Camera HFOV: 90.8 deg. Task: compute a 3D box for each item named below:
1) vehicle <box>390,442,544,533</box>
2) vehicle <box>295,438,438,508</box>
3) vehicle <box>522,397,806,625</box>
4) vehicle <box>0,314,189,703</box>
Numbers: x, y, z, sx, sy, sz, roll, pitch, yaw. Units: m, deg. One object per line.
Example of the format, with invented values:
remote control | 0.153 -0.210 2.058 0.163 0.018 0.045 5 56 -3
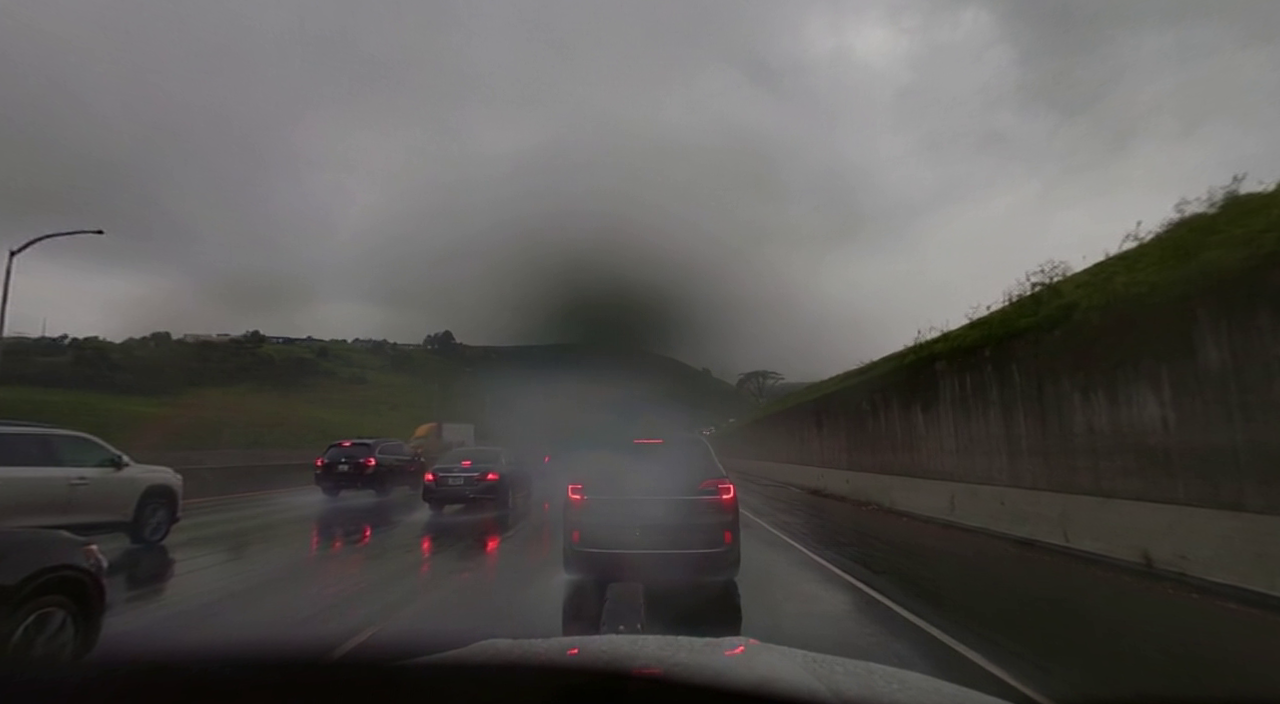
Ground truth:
vehicle | -3.231 2.606 12.695 1.917 1.506 3.949 0 -9 1
vehicle | -7.520 3.343 17.932 1.986 1.700 4.558 0 -9 0
vehicle | 0.146 1.646 7.652 2.210 1.760 5.303 0 -9 -1
vehicle | -3.519 0.578 0.934 2.085 1.893 4.880 0 -9 -1
